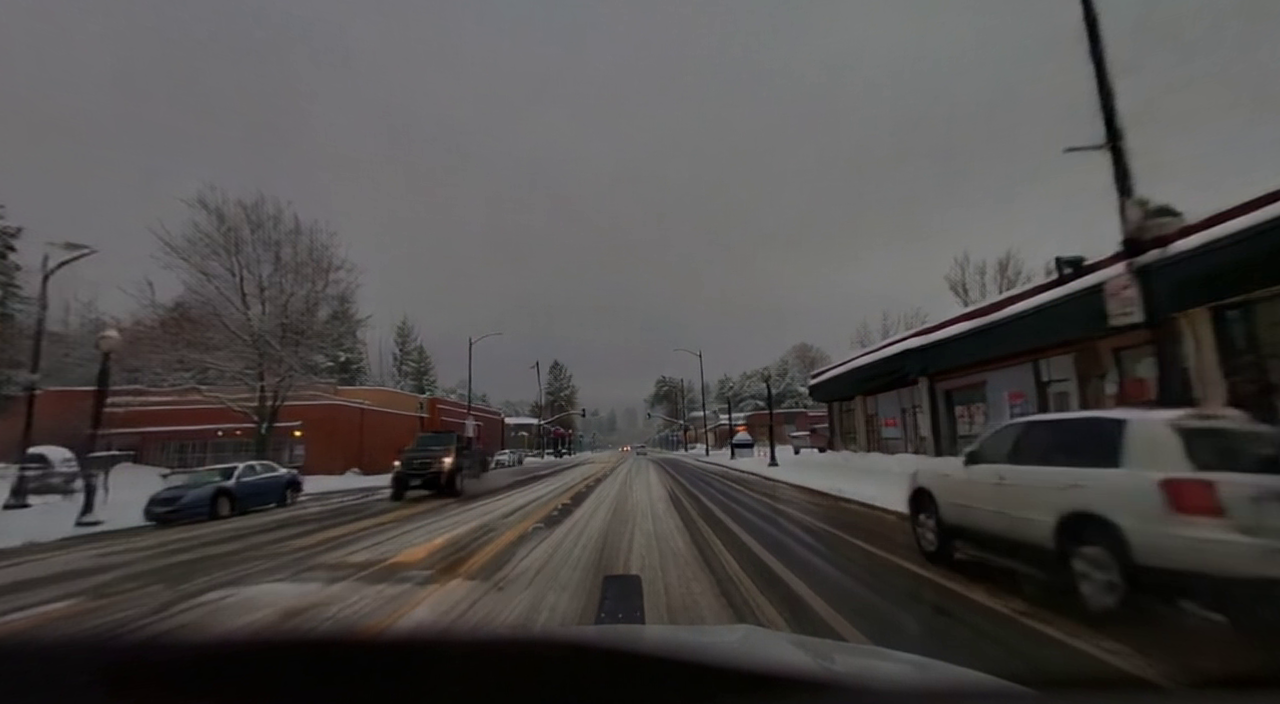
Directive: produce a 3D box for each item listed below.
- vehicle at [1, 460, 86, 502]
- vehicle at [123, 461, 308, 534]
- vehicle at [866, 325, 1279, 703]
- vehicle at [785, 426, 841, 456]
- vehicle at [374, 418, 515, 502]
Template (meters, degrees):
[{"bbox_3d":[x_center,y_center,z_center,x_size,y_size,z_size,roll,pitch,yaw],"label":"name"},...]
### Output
[{"bbox_3d":[-26.560,5.668,28.076,4.394,1.609,1.971,-7,-11,38],"label":"vehicle"},{"bbox_3d":[-10.478,3.578,16.080,1.846,1.463,4.206,0,-8,-1],"label":"vehicle"},{"bbox_3d":[4.132,1.205,5.319,2.310,1.933,5.798,0,-8,0],"label":"vehicle"},{"bbox_3d":[12.414,6.490,45.699,2.532,1.997,5.001,1,-9,-1],"label":"vehicle"},{"bbox_3d":[-5.446,3.125,18.687,2.267,2.070,5.719,0,-8,1],"label":"vehicle"}]
